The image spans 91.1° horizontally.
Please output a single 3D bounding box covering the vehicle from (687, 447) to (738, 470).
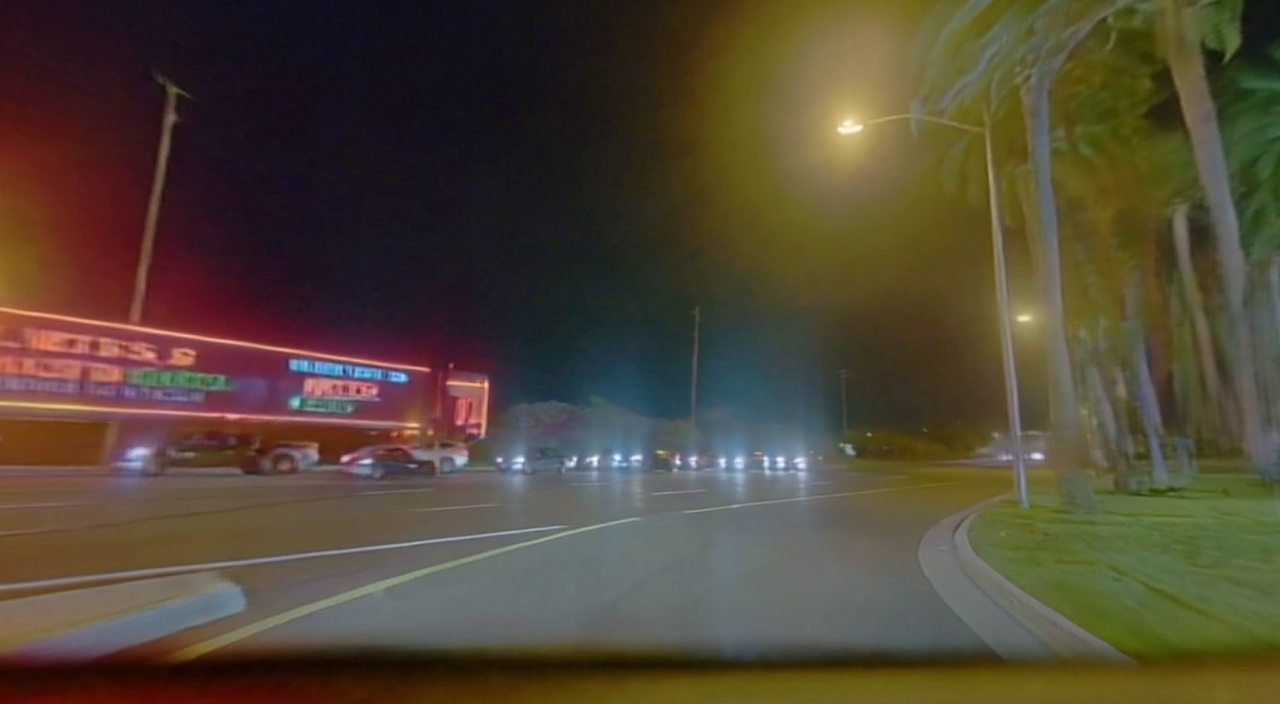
[{"bbox_3d":[5.441,7.878,46.686,1.813,1.535,4.306,-6,-11,37],"label":"vehicle"}]

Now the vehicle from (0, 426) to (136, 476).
[{"bbox_3d":[-24.285,3.986,25.383,2.071,1.839,5.616,-6,-10,37],"label":"vehicle"}]

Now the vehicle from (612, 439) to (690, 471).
[{"bbox_3d":[0.799,6.742,41.304,2.184,1.904,5.617,-9,-12,37],"label":"vehicle"}]

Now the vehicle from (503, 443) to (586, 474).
[{"bbox_3d":[-5.049,5.668,33.516,1.857,1.474,4.291,-9,-12,36],"label":"vehicle"}]

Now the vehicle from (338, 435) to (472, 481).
[{"bbox_3d":[-8.771,3.958,23.785,1.844,1.543,4.356,-6,-10,37],"label":"vehicle"}]

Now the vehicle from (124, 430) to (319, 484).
[{"bbox_3d":[-14.022,3.553,21.381,1.865,1.593,5.112,-9,-12,37],"label":"vehicle"}]
